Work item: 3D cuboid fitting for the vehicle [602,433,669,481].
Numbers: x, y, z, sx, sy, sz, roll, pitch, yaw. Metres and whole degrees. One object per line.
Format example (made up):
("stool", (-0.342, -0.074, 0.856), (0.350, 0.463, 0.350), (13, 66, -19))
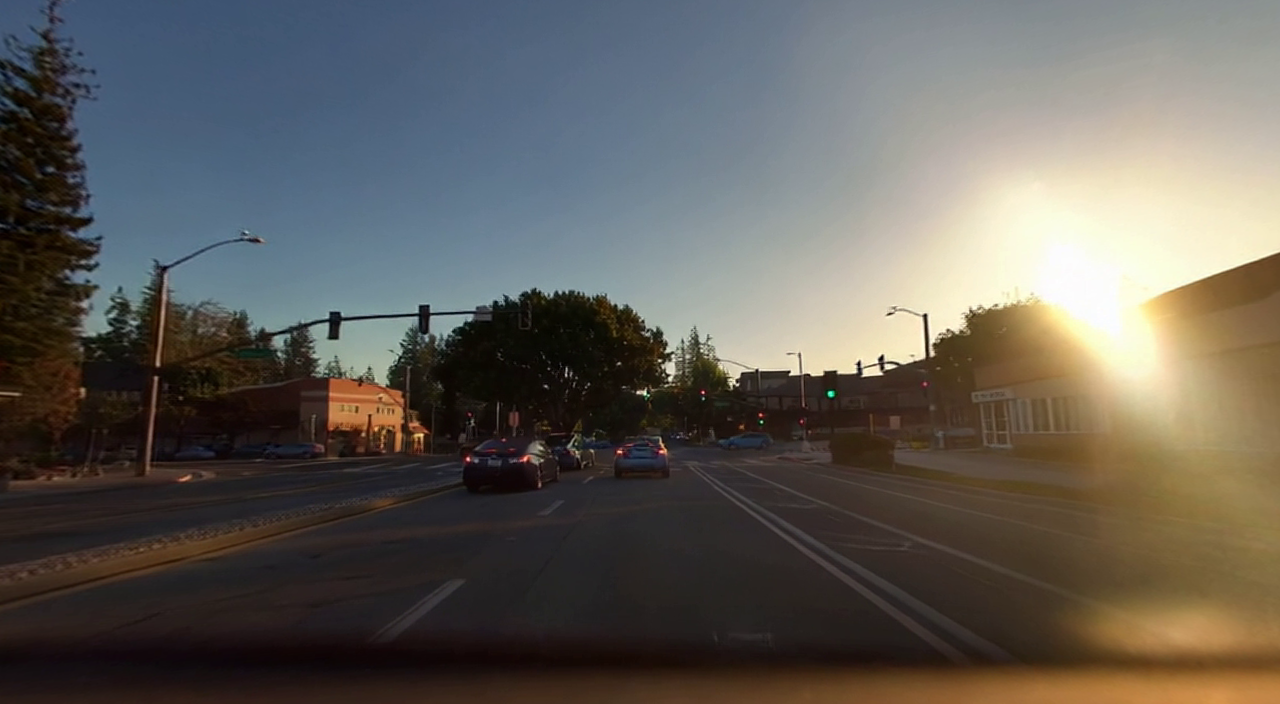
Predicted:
("vehicle", (-0.162, 3.550, 21.529), (2.066, 1.482, 3.923), (0, -8, -1))

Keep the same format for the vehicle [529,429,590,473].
("vehicle", (-3.439, 4.357, 27.884), (2.029, 1.752, 4.420), (0, -8, 1))

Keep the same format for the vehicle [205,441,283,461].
("vehicle", (-30.176, 7.536, 48.110), (4.708, 1.467, 1.819), (0, -8, 2))

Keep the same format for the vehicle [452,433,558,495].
("vehicle", (-3.619, 3.097, 17.879), (1.942, 1.497, 4.561), (0, -8, 1))
